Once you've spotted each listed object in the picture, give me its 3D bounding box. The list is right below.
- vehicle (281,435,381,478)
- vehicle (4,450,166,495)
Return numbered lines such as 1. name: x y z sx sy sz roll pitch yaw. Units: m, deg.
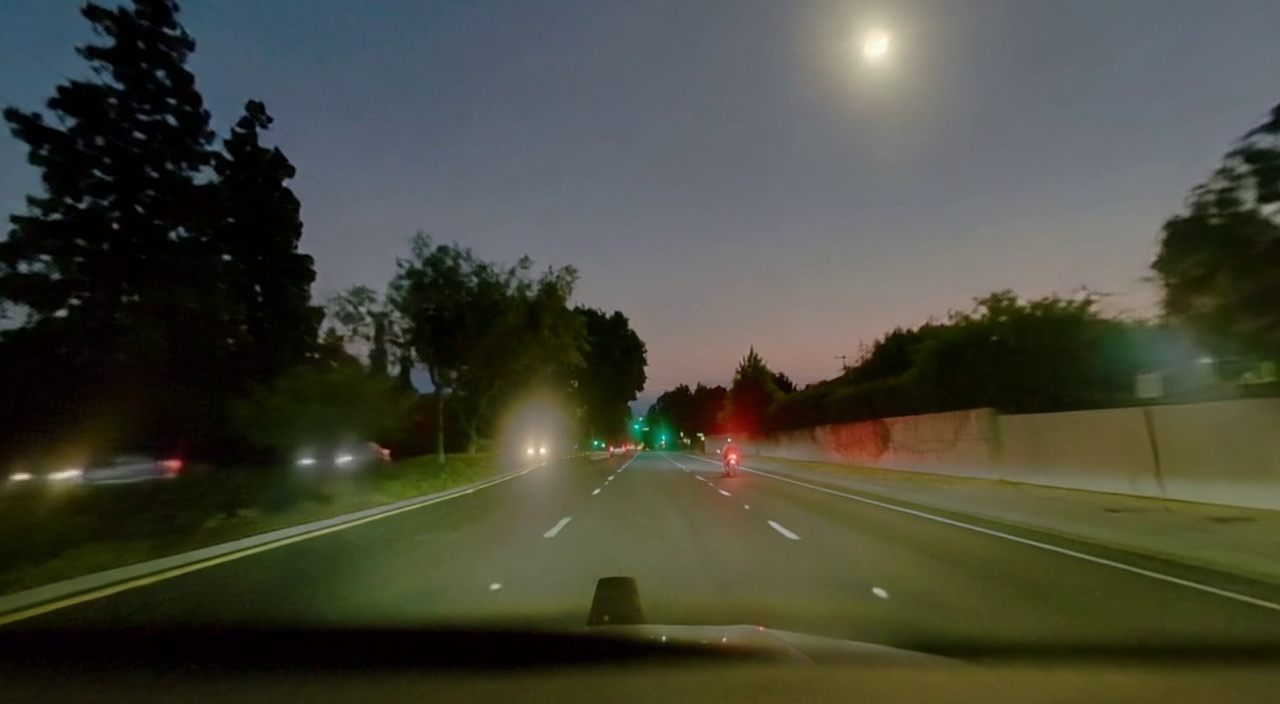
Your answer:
1. vehicle: -13.479 4.588 27.884 2.103 1.699 4.474 0 -8 1
2. vehicle: -21.109 4.573 24.323 1.888 1.487 4.721 0 -8 1
